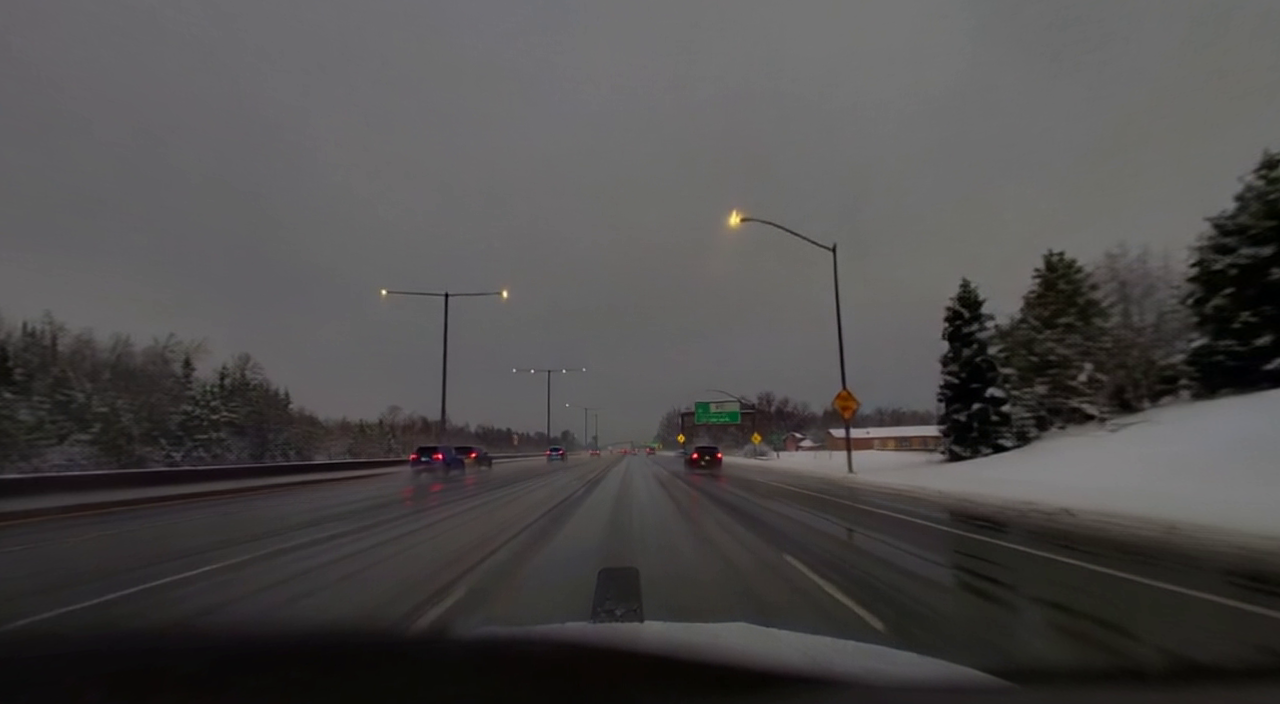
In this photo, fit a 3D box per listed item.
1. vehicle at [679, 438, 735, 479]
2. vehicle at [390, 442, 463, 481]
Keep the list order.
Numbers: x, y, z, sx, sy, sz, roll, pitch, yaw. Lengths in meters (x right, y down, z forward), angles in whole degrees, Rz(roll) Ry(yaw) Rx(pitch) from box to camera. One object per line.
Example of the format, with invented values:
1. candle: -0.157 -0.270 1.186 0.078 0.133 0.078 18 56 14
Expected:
1. vehicle: 3.276 5.324 31.703 2.184 1.892 4.763 0 -9 -1
2. vehicle: -11.095 5.700 33.076 2.137 1.873 4.687 0 -9 0
